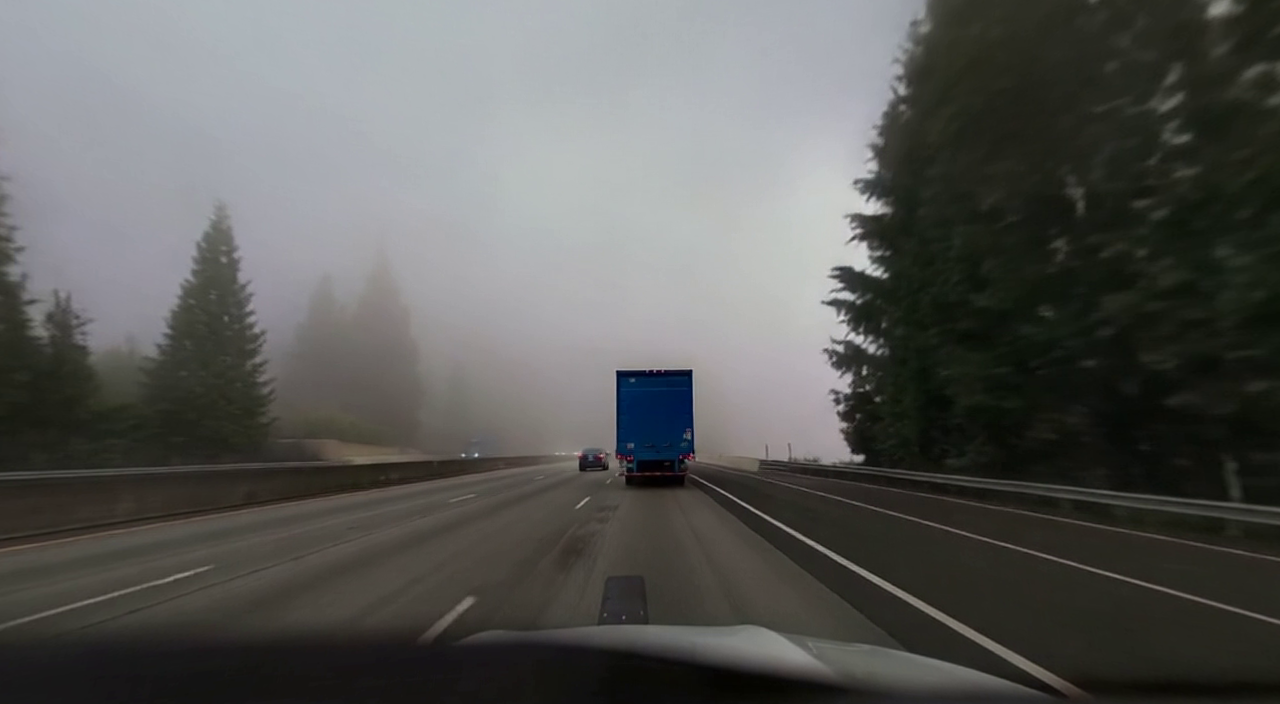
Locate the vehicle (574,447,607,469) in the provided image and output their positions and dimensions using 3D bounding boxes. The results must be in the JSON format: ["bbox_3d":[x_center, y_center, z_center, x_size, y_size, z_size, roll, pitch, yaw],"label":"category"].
[{"bbox_3d":[-3.431,7.412,44.126,1.985,1.482,3.923,0,-9,0],"label":"vehicle"}]

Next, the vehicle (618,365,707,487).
[{"bbox_3d":[0.676,3.183,25.679,2.898,3.973,10.063,0,-9,0],"label":"vehicle"}]
